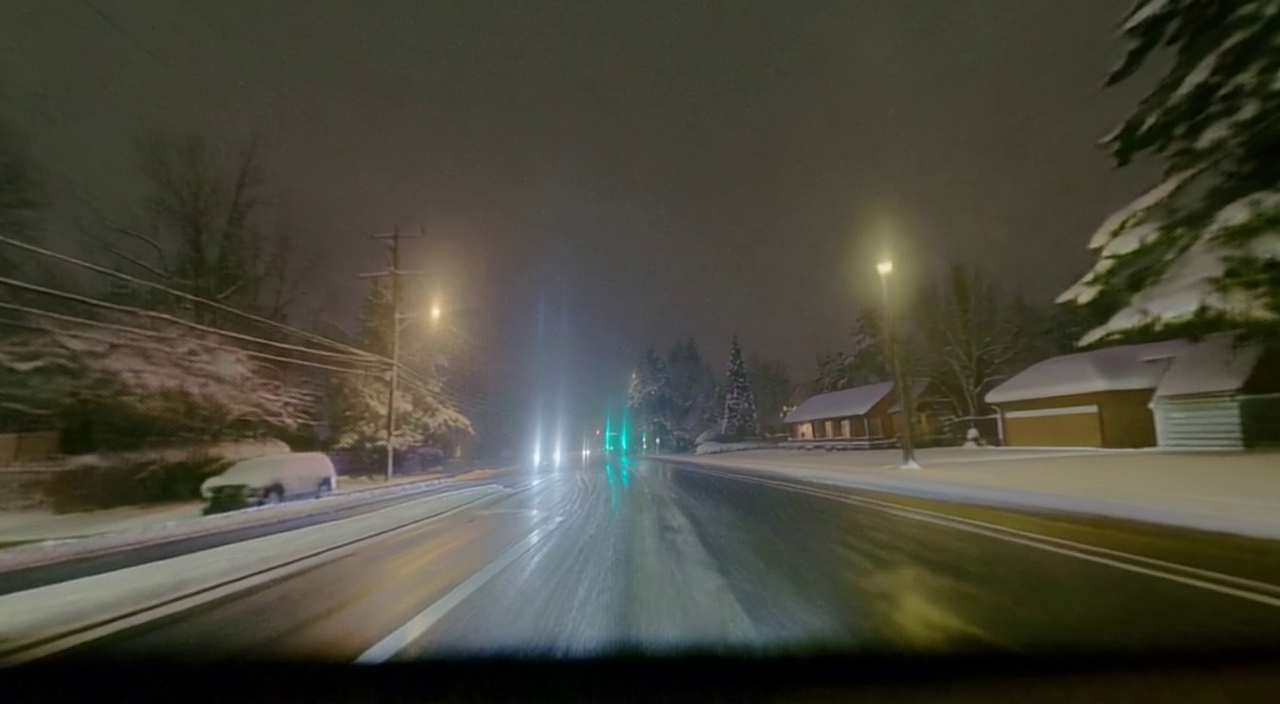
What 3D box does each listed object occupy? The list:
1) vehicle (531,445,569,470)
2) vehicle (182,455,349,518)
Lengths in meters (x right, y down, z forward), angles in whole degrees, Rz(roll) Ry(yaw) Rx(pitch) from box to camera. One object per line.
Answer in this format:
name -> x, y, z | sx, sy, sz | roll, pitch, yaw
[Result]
vehicle -> -6.192, 7.258, 43.735 | 1.951, 1.612, 4.269 | 0, -8, 0
vehicle -> -12.015, 4.319, 20.808 | 2.066, 1.681, 5.292 | -1, -8, 3
